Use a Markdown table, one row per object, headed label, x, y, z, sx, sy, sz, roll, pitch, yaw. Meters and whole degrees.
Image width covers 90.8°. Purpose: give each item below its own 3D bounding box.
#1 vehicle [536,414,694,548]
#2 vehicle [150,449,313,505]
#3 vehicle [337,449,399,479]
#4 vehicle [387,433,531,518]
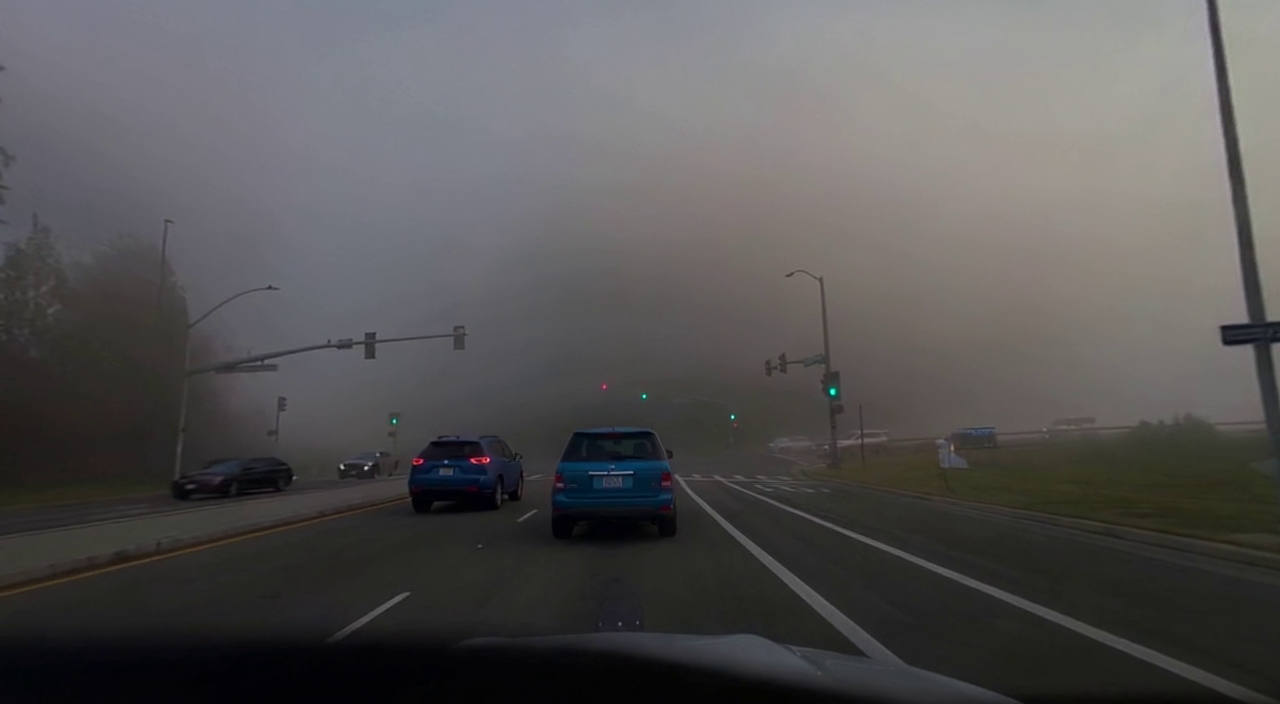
| label | x | y | z | sx | sy | sz | roll | pitch | yaw |
| --- | --- | --- | --- | --- | --- | --- | --- | --- | --- |
| vehicle | -0.342 | 2.111 | 11.104 | 2.131 | 1.793 | 5.016 | 0 | -8 | 0 |
| vehicle | -12.386 | 3.769 | 19.615 | 1.935 | 1.488 | 4.611 | 0 | -8 | 0 |
| vehicle | -16.266 | 6.680 | 38.017 | 1.932 | 1.673 | 4.216 | 0 | -8 | -1 |
| vehicle | -3.996 | 2.787 | 14.845 | 2.009 | 1.673 | 4.454 | 0 | -8 | 0 |
